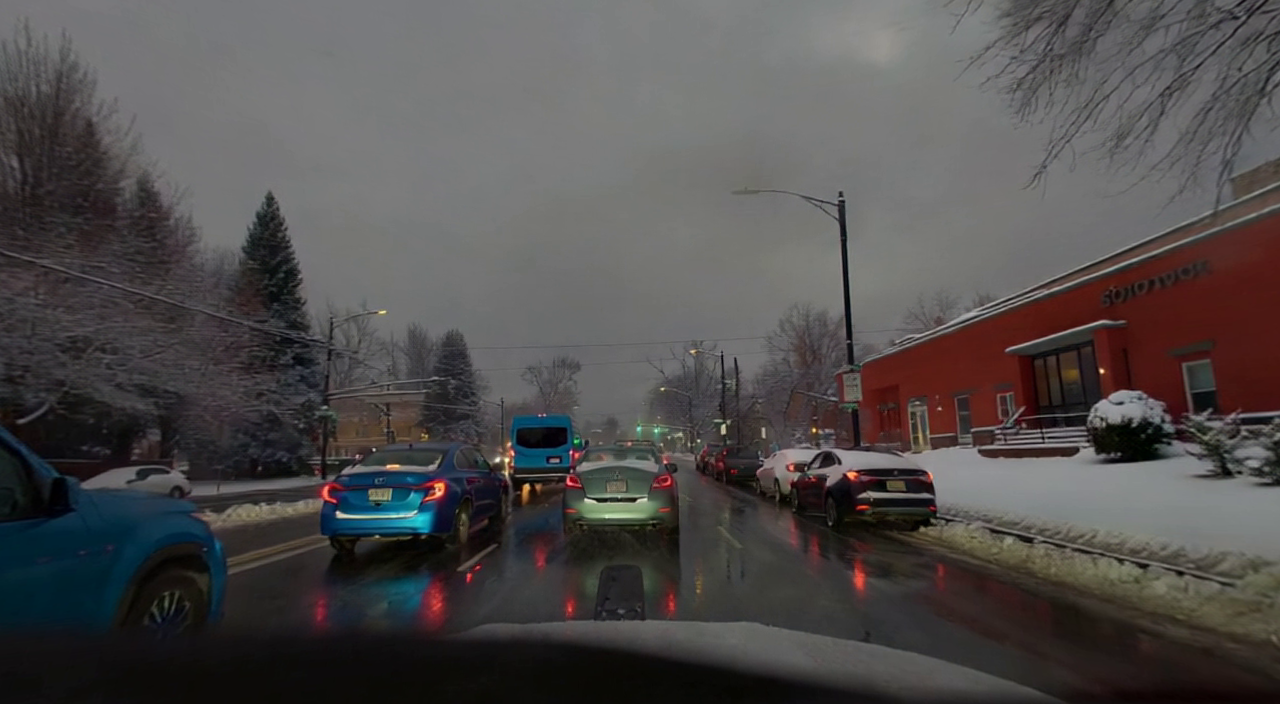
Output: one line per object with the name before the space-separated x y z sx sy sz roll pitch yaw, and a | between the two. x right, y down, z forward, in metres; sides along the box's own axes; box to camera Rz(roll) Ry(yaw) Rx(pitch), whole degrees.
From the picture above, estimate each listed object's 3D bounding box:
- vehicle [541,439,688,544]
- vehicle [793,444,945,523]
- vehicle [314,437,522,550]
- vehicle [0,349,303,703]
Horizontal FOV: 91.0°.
vehicle | -0.383 2.369 11.362 2.152 1.518 4.113 0 -9 0
vehicle | 4.912 2.854 14.203 1.832 1.491 4.054 1 -9 -1
vehicle | -3.536 2.326 11.091 1.995 1.554 4.426 0 -9 1
vehicle | -3.704 0.853 2.444 2.140 1.768 4.685 0 -9 0
